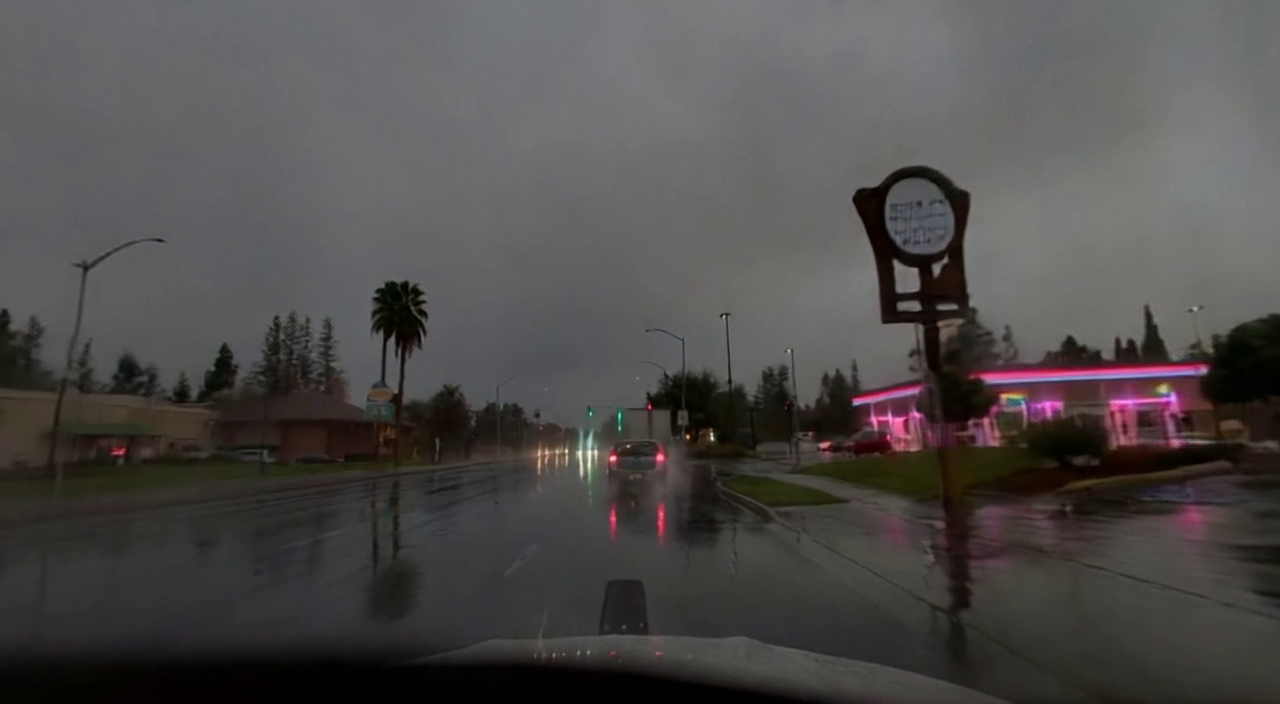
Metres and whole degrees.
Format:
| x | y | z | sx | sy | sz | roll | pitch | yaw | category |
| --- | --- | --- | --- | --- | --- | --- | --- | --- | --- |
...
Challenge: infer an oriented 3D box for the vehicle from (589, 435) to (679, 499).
| x | y | z | sx | sy | sz | roll | pitch | yaw | category |
| --- | --- | --- | --- | --- | --- | --- | --- | --- | --- |
| -0.130 | 3.078 | 17.207 | 2.145 | 1.483 | 4.453 | 0 | -9 | 0 | vehicle |

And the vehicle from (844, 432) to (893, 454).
| x | y | z | sx | sy | sz | roll | pitch | yaw | category |
| --- | --- | --- | --- | --- | --- | --- | --- | --- | --- |
| 17.439 | 6.973 | 48.056 | 2.009 | 1.630 | 4.436 | 0 | -9 | -1 | vehicle |

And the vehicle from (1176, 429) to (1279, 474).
| x | y | z | sx | sy | sz | roll | pitch | yaw | category |
| --- | --- | --- | --- | --- | --- | --- | --- | --- | --- |
| 22.430 | 3.609 | 22.773 | 1.876 | 1.482 | 4.633 | 0 | -9 | 1 | vehicle |
